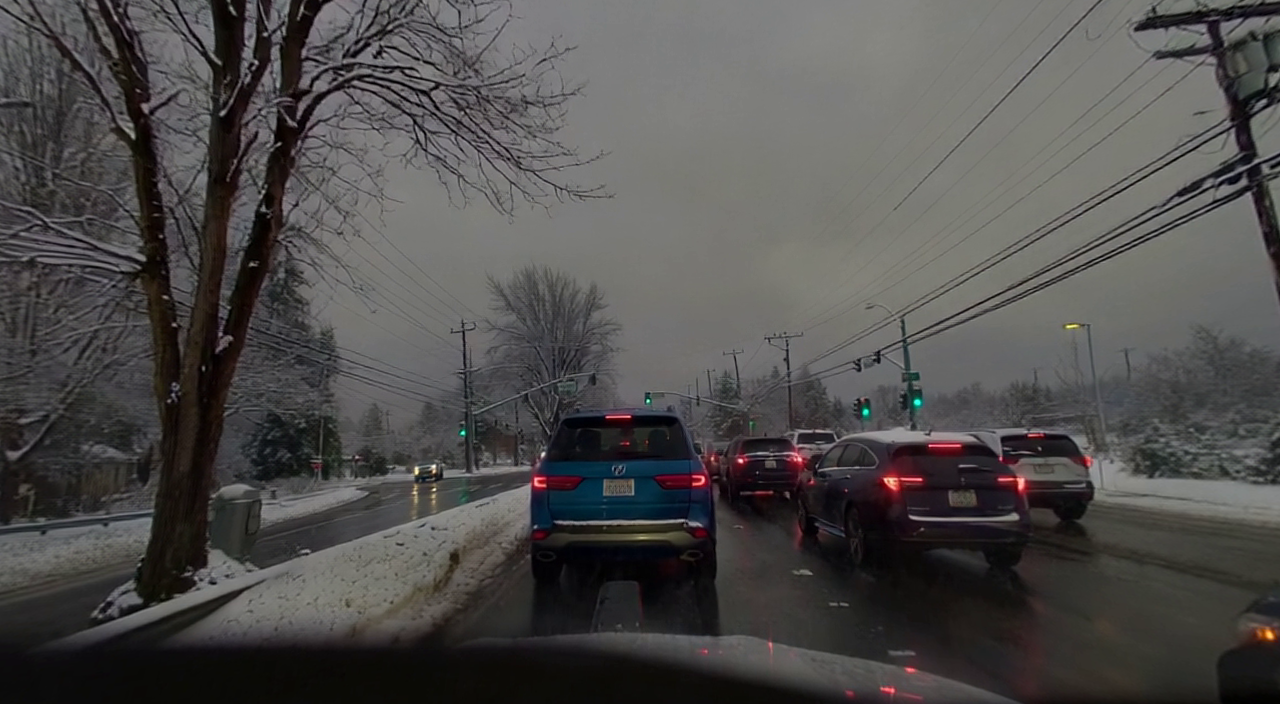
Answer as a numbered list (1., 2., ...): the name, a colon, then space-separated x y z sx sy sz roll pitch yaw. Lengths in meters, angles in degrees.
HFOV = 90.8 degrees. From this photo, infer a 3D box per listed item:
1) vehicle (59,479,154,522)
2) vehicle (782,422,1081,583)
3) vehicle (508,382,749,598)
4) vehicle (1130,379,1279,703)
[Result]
1. vehicle: -26.327 7.330 31.159 4.526 1.715 1.989 -11 -13 29
2. vehicle: 3.420 1.838 8.577 1.880 1.579 4.401 0 -9 -1
3. vehicle: -0.137 1.603 8.095 2.231 1.998 4.254 0 -9 -1
4. vehicle: 3.276 0.632 0.759 1.889 1.517 4.308 0 -9 0
